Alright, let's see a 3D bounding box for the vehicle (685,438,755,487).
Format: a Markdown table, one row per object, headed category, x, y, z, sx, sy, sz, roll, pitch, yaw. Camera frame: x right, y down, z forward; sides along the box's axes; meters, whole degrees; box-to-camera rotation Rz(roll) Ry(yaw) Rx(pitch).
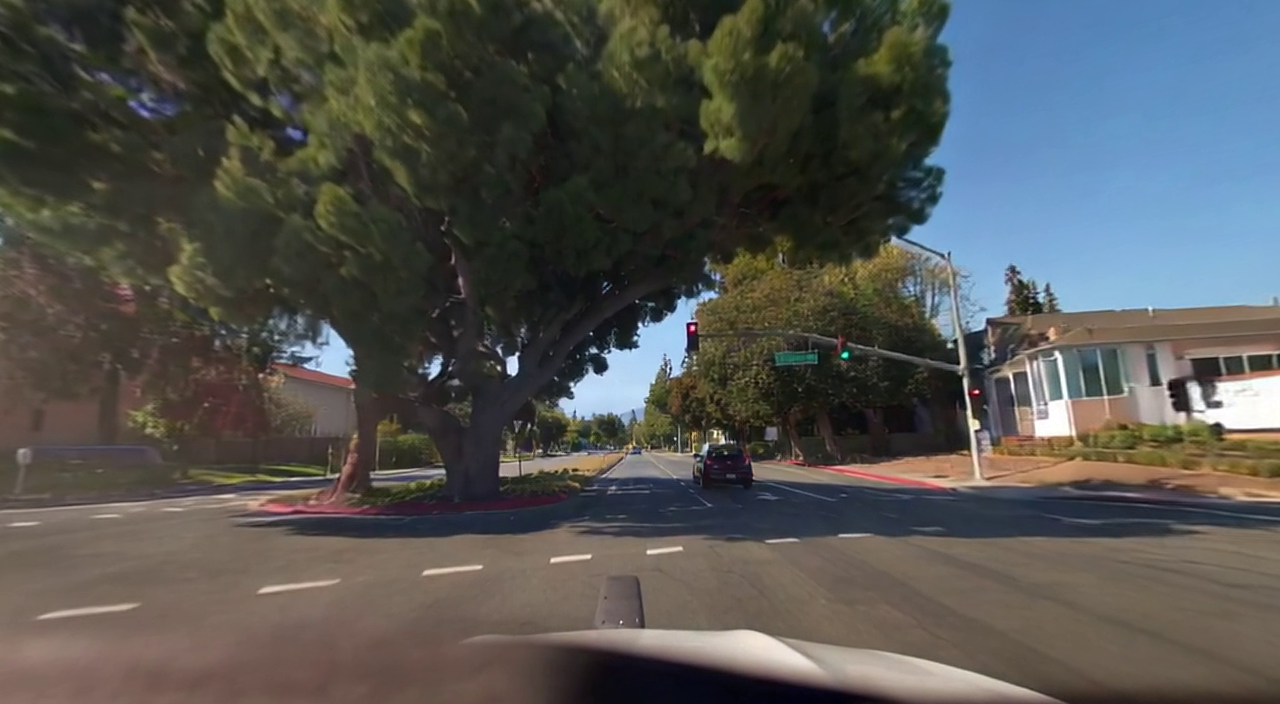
| category | x | y | z | sx | sy | sz | roll | pitch | yaw |
| --- | --- | --- | --- | --- | --- | --- | --- | --- | --- |
| vehicle | 3.144 | 4.458 | 25.858 | 2.095 | 1.759 | 4.862 | 0 | -9 | -2 |
